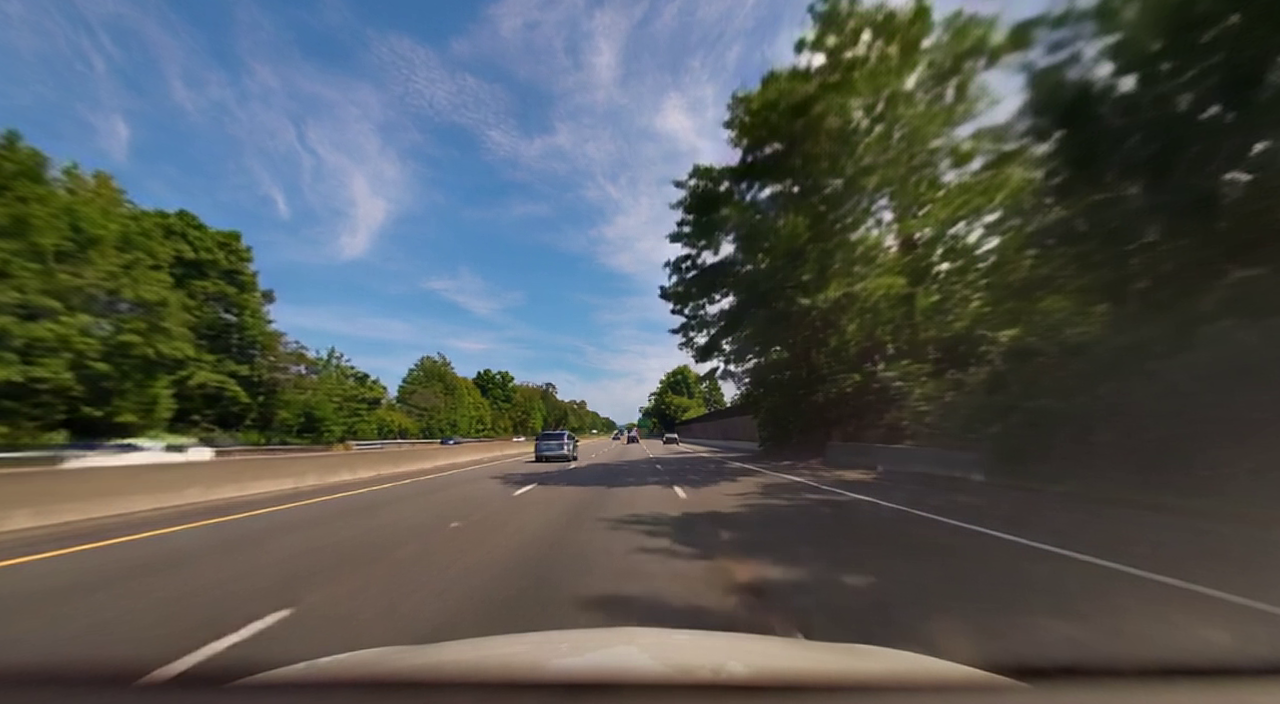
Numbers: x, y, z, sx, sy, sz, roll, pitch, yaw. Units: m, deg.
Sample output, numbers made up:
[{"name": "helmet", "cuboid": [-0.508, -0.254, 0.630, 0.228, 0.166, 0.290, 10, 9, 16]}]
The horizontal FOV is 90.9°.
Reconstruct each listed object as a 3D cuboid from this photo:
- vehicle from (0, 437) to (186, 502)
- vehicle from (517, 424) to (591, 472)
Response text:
[{"name": "vehicle", "cuboid": [-14.017, 2.908, 16.172, 1.840, 1.438, 3.986, 0, -8, -2]}, {"name": "vehicle", "cuboid": [-3.328, 3.818, 25.409, 2.306, 1.730, 4.606, 0, -8, 1]}]
